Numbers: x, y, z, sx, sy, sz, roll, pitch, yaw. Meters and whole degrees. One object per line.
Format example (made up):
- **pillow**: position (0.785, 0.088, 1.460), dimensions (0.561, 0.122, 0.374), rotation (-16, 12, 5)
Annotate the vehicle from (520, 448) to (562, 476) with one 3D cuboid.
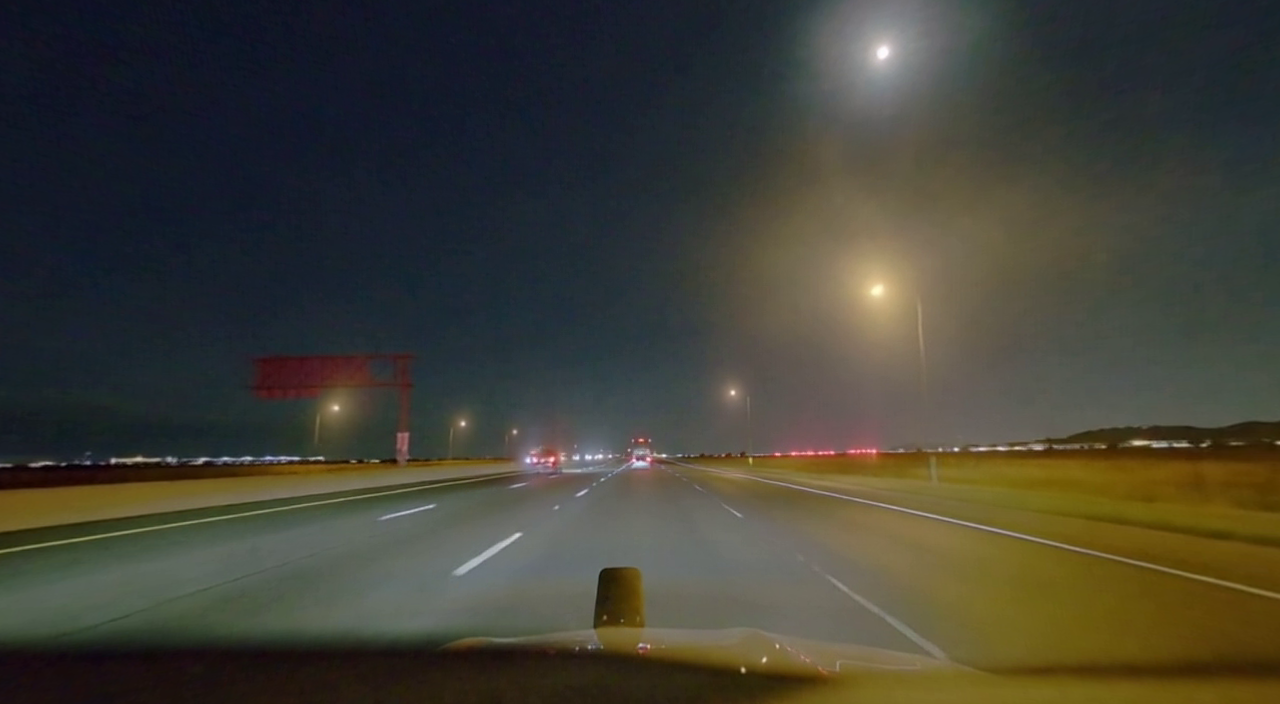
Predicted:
- **vehicle**: position (-6.719, 7.542, 43.431), dimensions (2.052, 1.817, 4.744), rotation (0, -9, 1)
